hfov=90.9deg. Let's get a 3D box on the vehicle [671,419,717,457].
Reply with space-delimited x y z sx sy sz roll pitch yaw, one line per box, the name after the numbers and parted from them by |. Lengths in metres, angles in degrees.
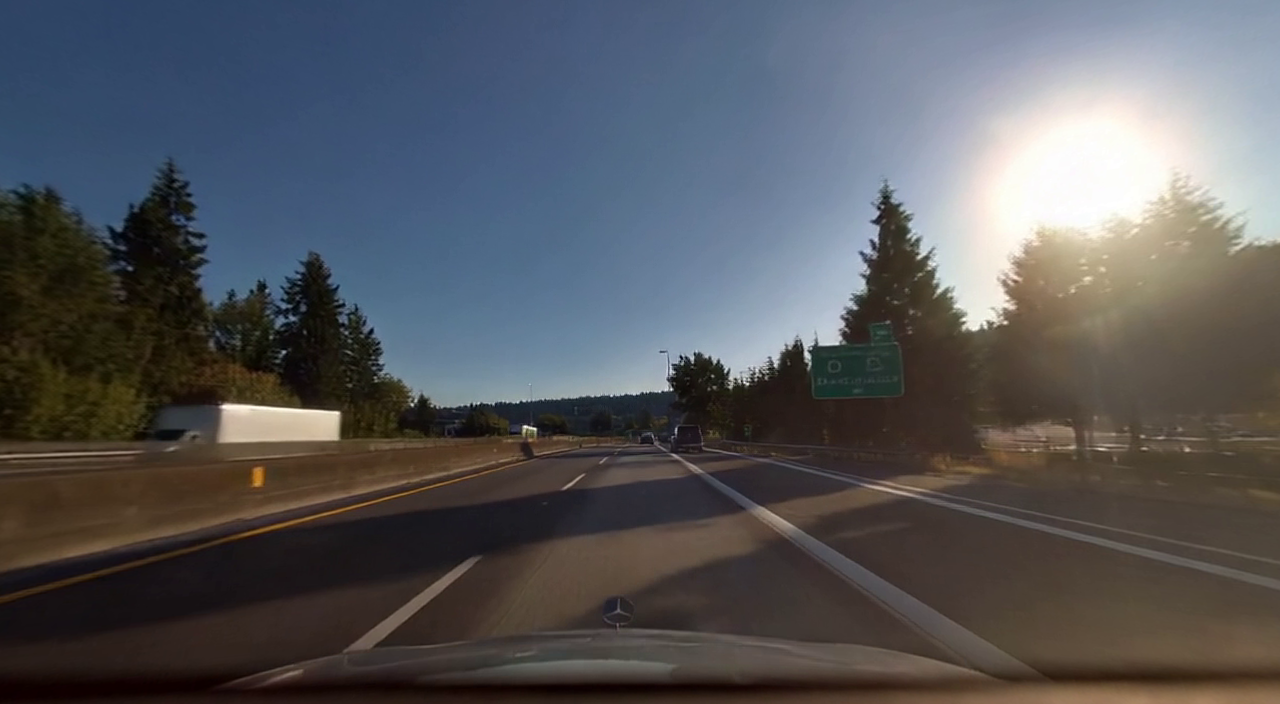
3.377 5.545 40.633 2.450 2.314 4.753 0 -8 -1 | vehicle
